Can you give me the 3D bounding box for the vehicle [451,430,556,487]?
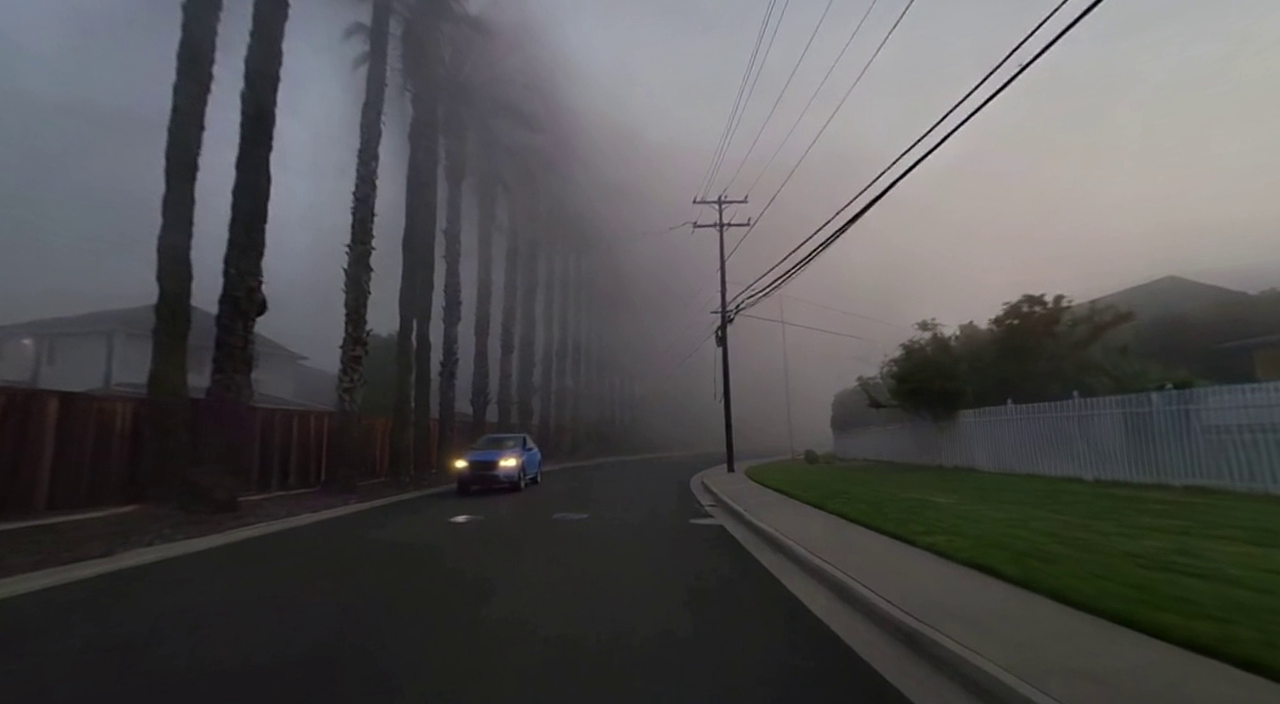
[{"bbox_3d":[-4.567,3.652,21.923,2.208,1.758,4.529,-1,-8,6],"label":"vehicle"}]
